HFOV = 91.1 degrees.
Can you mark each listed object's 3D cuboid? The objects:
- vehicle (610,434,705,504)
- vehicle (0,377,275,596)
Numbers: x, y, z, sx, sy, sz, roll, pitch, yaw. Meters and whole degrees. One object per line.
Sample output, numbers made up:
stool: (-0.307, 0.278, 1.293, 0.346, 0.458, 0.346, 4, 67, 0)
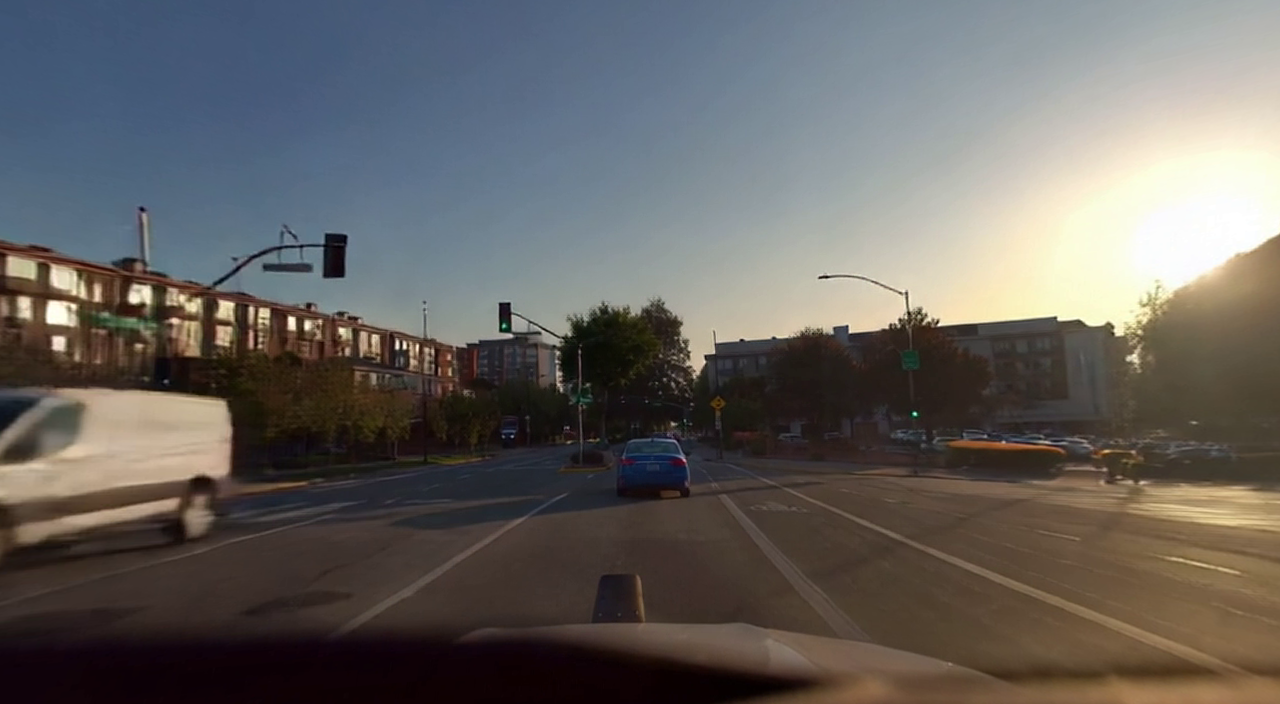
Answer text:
vehicle: (0.388, 2.689, 15.031, 1.950, 1.401, 4.159, 0, -8, 1)
vehicle: (-7.266, 1.572, 8.216, 2.310, 2.045, 4.763, 0, -8, -3)
